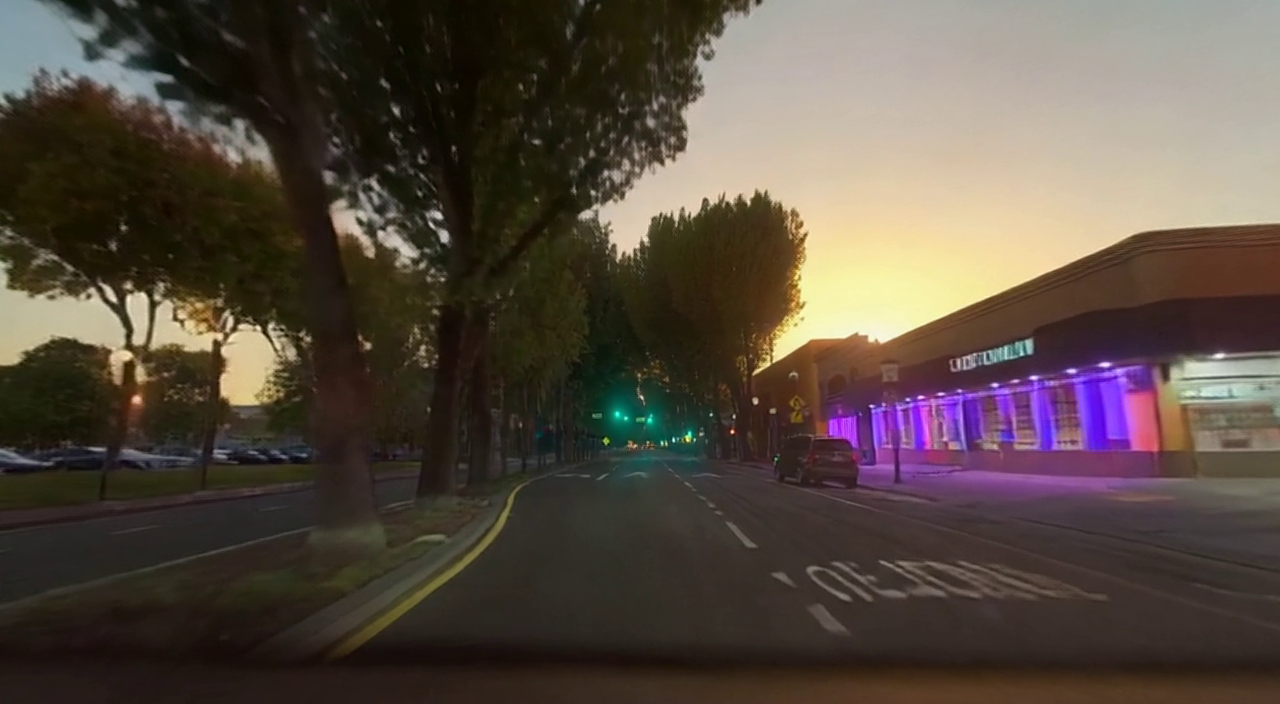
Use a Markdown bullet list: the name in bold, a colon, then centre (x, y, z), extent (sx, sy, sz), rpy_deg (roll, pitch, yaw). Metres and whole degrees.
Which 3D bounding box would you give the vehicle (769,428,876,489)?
- **vehicle**: centre (6.285, 3.729, 22.411), extent (2.112, 1.894, 4.910), rpy_deg (0, -8, -3)
